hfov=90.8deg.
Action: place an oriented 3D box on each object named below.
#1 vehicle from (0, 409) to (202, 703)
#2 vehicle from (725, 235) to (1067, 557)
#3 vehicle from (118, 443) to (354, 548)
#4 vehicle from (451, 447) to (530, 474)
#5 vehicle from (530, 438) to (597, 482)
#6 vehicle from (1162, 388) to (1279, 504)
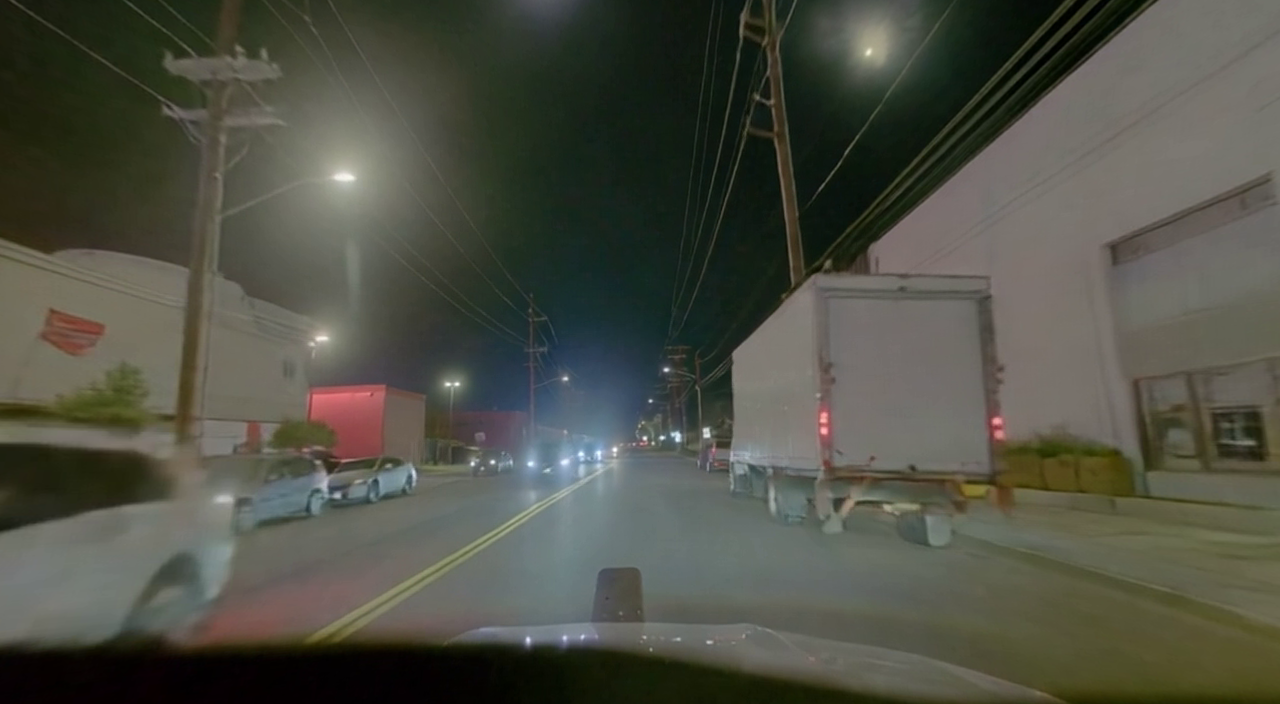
[{"bbox_3d":[-3.892,0.960,2.005,2.020,1.528,4.258,-3,-9,-1],"label":"vehicle"},{"bbox_3d":[3.592,1.097,11.824,2.874,3.757,8.612,2,-9,1],"label":"vehicle"},{"bbox_3d":[-8.166,2.844,13.455,1.954,1.622,4.761,-5,-8,-1],"label":"vehicle"},{"bbox_3d":[-10.035,7.262,42.325,4.936,1.703,1.959,3,-9,-18],"label":"vehicle"},{"bbox_3d":[-3.059,4.446,26.239,2.061,1.679,4.042,-1,-9,3],"label":"vehicle"},{"bbox_3d":[10.609,1.401,9.456,2.040,1.722,4.502,-1,-9,7],"label":"vehicle"}]
